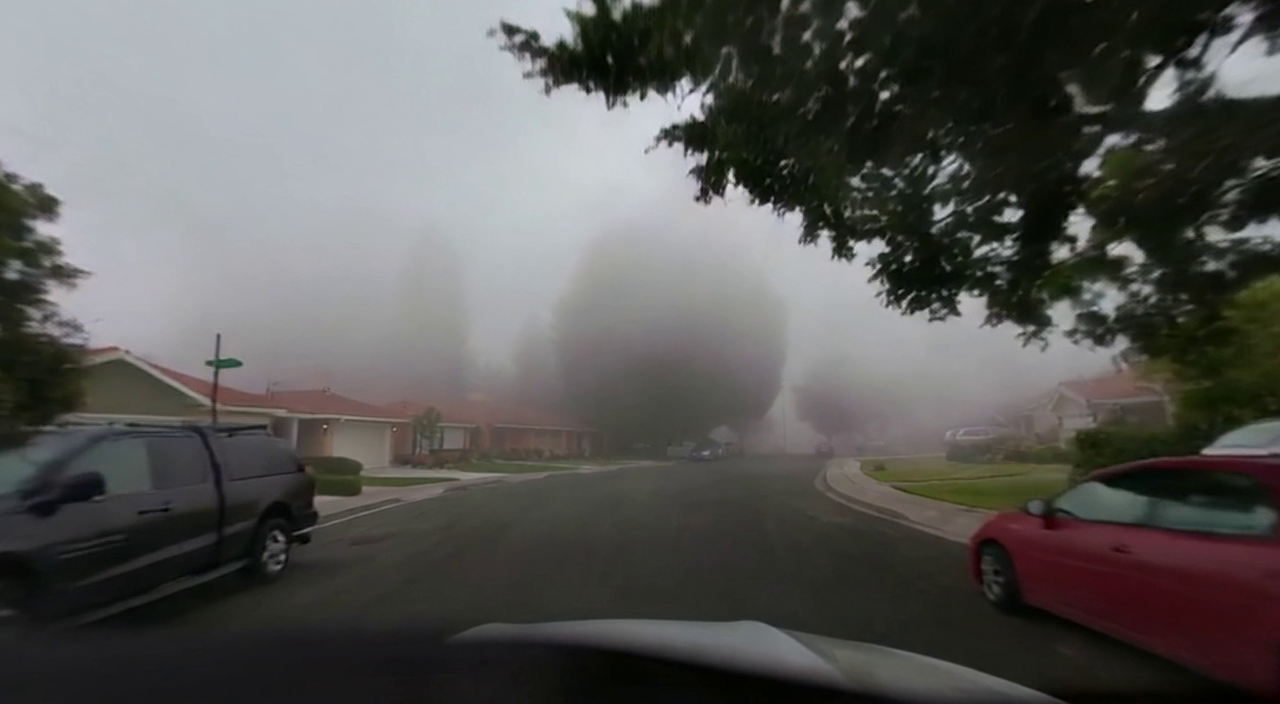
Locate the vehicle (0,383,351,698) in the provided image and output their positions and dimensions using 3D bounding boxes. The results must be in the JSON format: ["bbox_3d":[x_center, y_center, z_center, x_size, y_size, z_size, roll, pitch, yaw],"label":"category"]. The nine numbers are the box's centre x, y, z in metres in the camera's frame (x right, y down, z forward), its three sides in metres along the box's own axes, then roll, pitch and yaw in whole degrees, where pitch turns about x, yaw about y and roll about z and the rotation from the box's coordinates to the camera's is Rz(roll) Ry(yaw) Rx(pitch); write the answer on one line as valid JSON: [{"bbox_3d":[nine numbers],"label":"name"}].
[{"bbox_3d":[-4.926,1.368,5.440,2.409,1.815,5.093,0,-9,0],"label":"vehicle"}]

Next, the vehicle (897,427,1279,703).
[{"bbox_3d":[3.651,1.196,3.730,2.071,1.463,4.876,0,-8,-2],"label":"vehicle"}]
